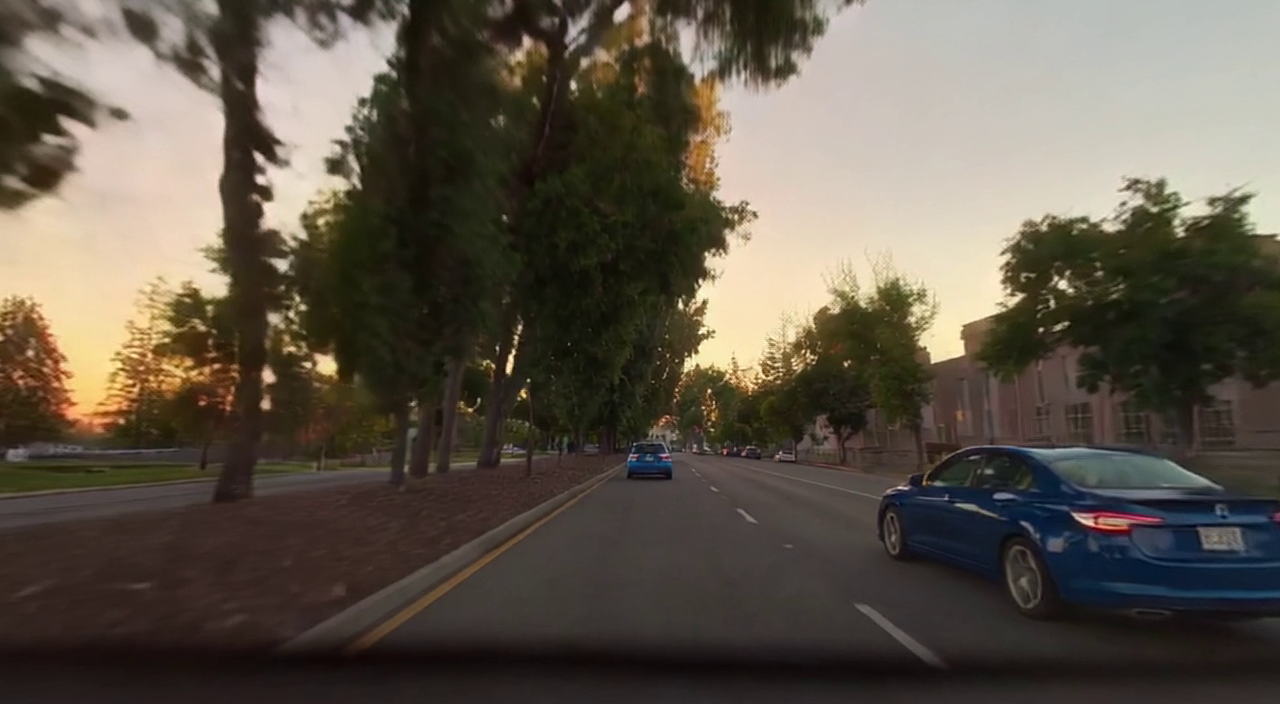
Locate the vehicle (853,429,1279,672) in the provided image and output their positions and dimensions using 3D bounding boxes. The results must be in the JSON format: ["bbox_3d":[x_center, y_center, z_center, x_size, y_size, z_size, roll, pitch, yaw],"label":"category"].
[{"bbox_3d":[3.782,1.501,5.999,1.918,1.418,4.360,0,-8,-1],"label":"vehicle"}]

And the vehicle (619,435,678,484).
[{"bbox_3d":[0.250,4.134,24.620,2.085,1.693,4.301,0,-8,-2],"label":"vehicle"}]
